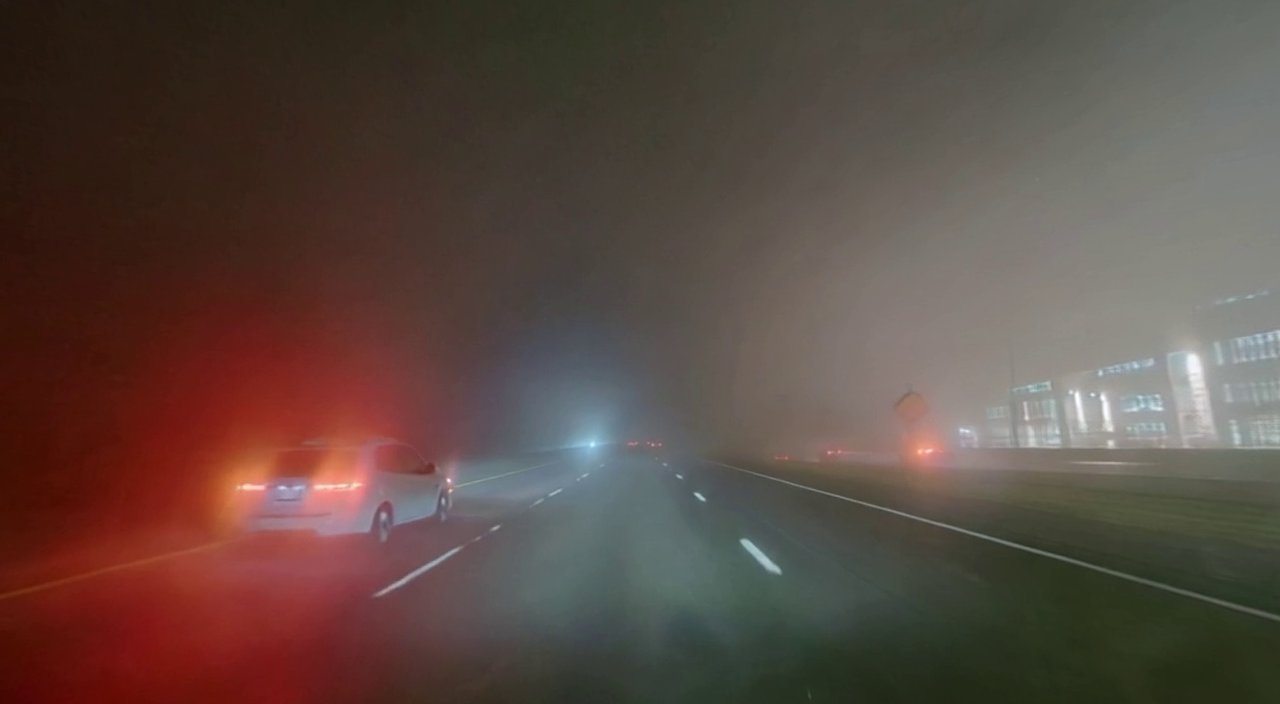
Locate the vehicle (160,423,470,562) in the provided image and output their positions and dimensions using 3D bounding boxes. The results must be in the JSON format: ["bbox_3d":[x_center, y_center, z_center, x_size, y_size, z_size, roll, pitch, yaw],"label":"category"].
[{"bbox_3d":[-4.041,1.806,8.935,1.934,1.451,4.544,0,-8,1],"label":"vehicle"}]
